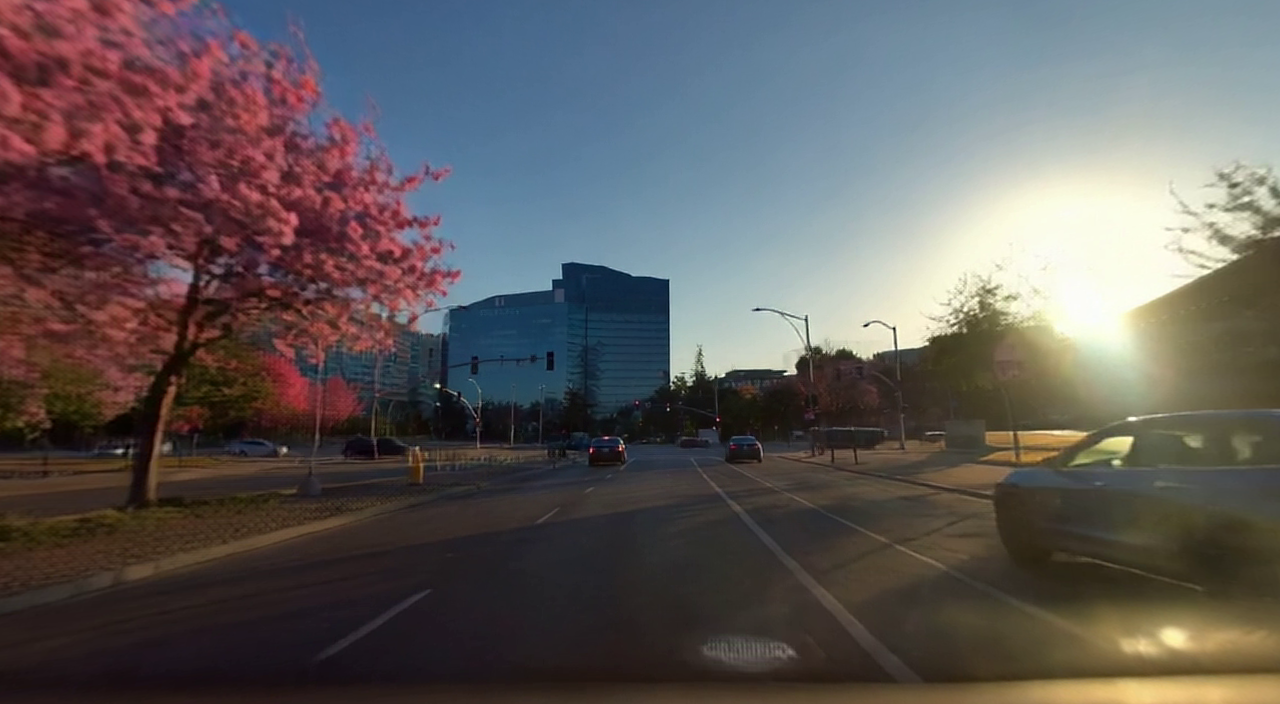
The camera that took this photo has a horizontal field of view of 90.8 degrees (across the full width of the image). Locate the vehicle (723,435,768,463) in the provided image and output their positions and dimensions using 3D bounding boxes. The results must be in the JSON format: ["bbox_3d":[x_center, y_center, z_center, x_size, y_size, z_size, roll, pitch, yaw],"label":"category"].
[{"bbox_3d":[5.966,5.539,36.190,2.007,1.466,4.291,-1,-8,2],"label":"vehicle"}]

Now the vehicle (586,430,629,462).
[{"bbox_3d":[-1.813,5.425,36.537,1.995,1.703,4.367,-1,-8,4],"label":"vehicle"}]

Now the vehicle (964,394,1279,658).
[{"bbox_3d":[4.745,1.217,5.100,2.019,1.518,4.285,0,-8,1],"label":"vehicle"}]
